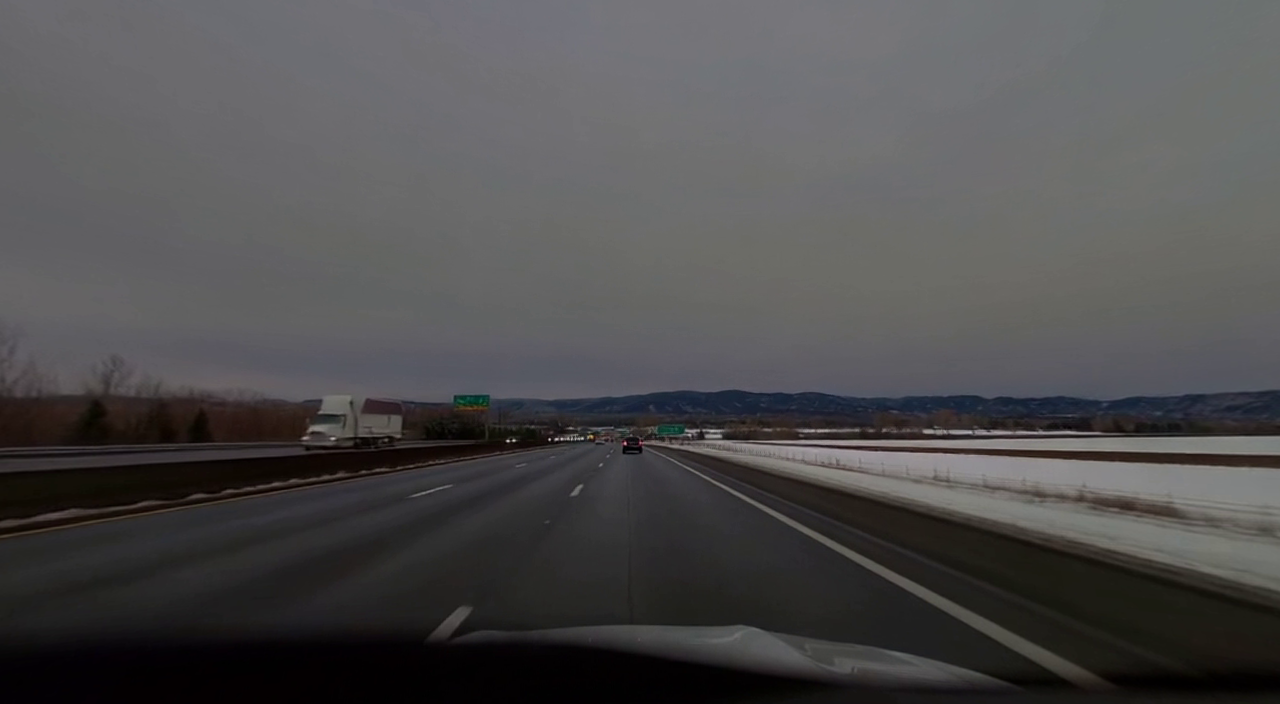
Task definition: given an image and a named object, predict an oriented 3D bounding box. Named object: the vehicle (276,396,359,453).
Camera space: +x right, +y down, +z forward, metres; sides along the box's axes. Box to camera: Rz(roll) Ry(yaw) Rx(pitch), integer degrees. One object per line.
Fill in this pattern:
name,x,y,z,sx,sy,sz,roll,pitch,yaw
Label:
vehicle,-23.794,5.451,46.821,2.900,3.946,6.115,0,-8,-1
